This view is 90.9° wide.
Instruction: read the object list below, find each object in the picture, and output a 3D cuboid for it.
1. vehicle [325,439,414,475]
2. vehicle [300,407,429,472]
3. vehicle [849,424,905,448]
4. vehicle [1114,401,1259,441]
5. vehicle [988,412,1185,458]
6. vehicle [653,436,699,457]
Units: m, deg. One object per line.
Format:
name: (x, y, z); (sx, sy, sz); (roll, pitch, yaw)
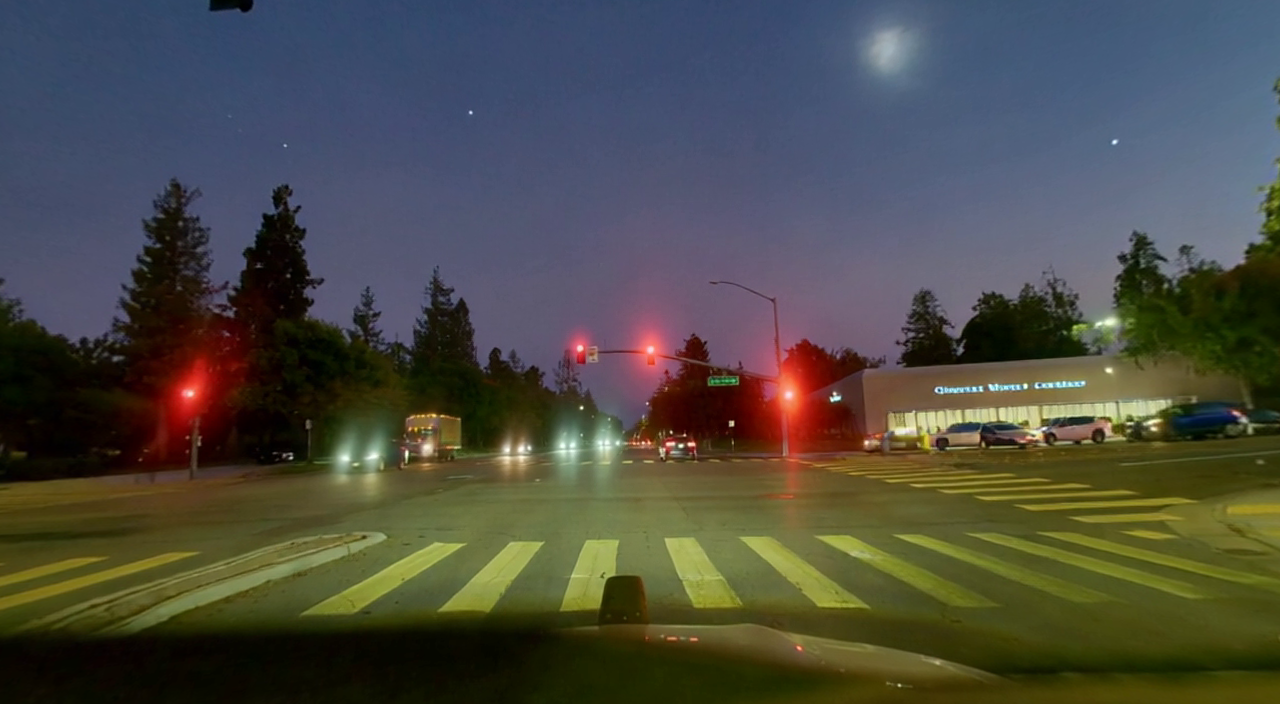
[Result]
vehicle: (-12.036, 4.681, 28.399); (1.996, 1.489, 4.566); (0, -8, -1)
vehicle: (-16.695, 5.536, 39.526); (3.161, 3.455, 11.058); (0, -8, 0)
vehicle: (17.360, 6.223, 46.322); (3.329, 1.415, 1.821); (-6, -9, 2)
vehicle: (24.402, 3.118, 28.269); (4.566, 1.670, 2.000); (0, -8, -1)
vehicle: (14.427, 2.741, 20.594); (4.994, 1.416, 1.783); (0, -8, 3)
vehicle: (2.534, 6.828, 45.522); (1.884, 1.419, 4.448); (2, -9, -16)
